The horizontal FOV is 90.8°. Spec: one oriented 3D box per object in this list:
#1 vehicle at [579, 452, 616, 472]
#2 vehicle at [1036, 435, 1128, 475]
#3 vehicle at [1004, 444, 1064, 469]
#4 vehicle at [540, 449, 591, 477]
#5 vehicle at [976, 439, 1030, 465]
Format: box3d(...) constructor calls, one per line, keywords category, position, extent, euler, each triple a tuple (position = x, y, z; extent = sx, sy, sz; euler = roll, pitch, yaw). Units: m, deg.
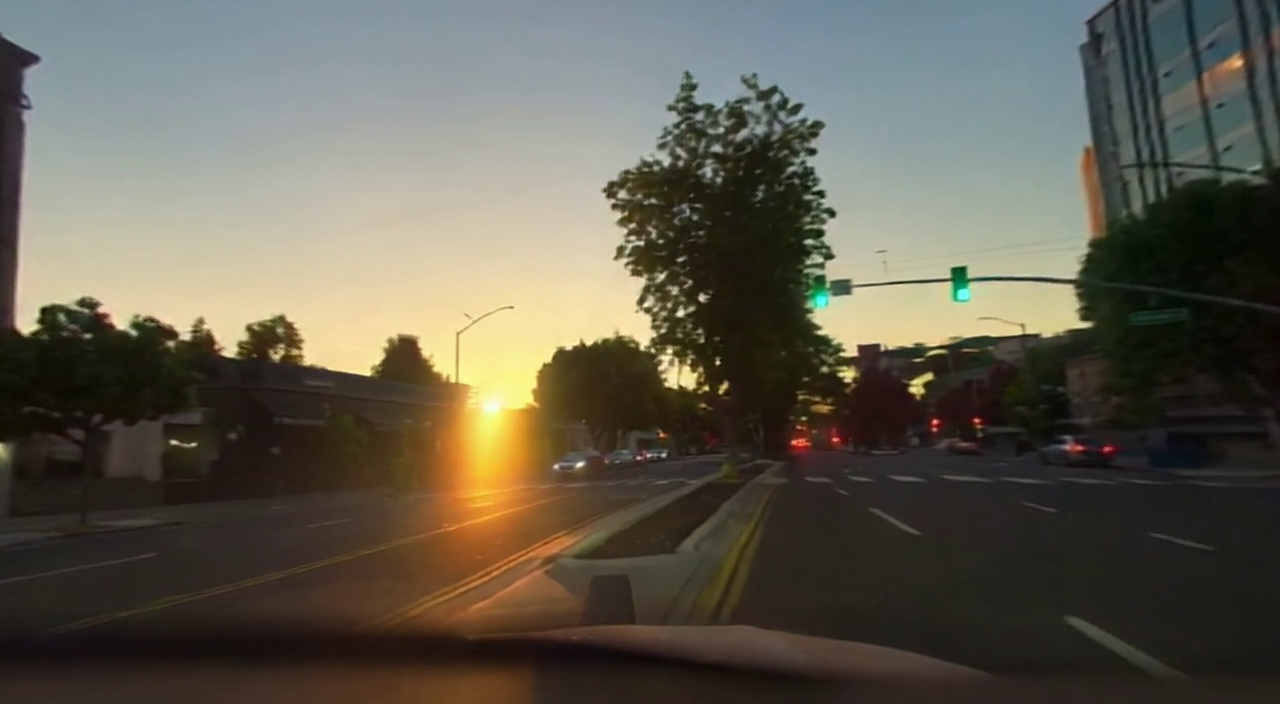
box3d(category="vehicle", position=(-3.279, 8.589, 49.405), extent=(1.719, 1.440, 4.201), euler=(-2, -9, 14))
box3d(category="vehicle", position=(22.855, 5.335, 32.922), extent=(2.181, 1.876, 4.723), euler=(-2, -9, 13))
box3d(category="vehicle", position=(24.380, 6.451, 39.289), extent=(1.802, 1.444, 4.318), euler=(-2, -9, 13))
box3d(category="vehicle", position=(-4.971, 7.514, 43.026), extent=(2.075, 1.708, 4.335), euler=(-2, -9, 13))
box3d(category="vehicle", position=(25.666, 7.071, 44.838), extent=(1.833, 1.753, 4.611), euler=(-2, -9, 12))
